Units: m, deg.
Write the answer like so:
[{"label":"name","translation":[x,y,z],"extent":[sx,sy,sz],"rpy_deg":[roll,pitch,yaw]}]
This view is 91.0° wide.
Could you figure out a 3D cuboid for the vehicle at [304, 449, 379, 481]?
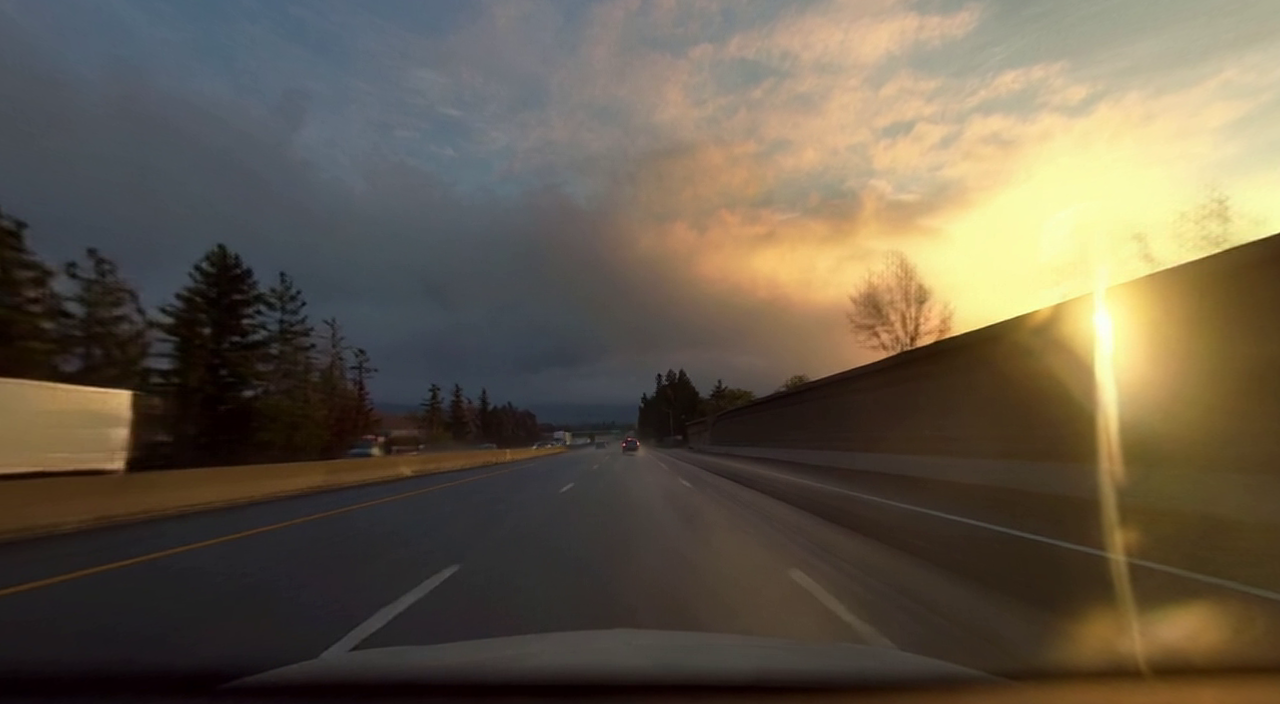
[{"label":"vehicle","translation":[-15.903,6.019,33.804],"extent":[1.847,1.476,4.561],"rpy_deg":[0,-8,-1]}]

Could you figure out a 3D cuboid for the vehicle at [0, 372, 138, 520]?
[{"label":"vehicle","translation":[-19.320,2.326,15.310],"extent":[2.955,4.092,13.867],"rpy_deg":[0,-8,-1]}]

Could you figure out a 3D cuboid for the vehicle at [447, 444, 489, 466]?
[{"label":"vehicle","translation":[-12.801,7.694,47.147],"extent":[1.962,1.479,4.434],"rpy_deg":[0,-8,-1]}]

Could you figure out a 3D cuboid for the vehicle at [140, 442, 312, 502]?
[{"label":"vehicle","translation":[-11.885,3.427,18.558],"extent":[1.985,1.503,4.545],"rpy_deg":[-1,-8,0]}]

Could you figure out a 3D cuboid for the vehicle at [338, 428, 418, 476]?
[{"label":"vehicle","translation":[-19.500,7.476,47.481],"extent":[2.739,3.229,7.874],"rpy_deg":[-1,-8,0]}]
